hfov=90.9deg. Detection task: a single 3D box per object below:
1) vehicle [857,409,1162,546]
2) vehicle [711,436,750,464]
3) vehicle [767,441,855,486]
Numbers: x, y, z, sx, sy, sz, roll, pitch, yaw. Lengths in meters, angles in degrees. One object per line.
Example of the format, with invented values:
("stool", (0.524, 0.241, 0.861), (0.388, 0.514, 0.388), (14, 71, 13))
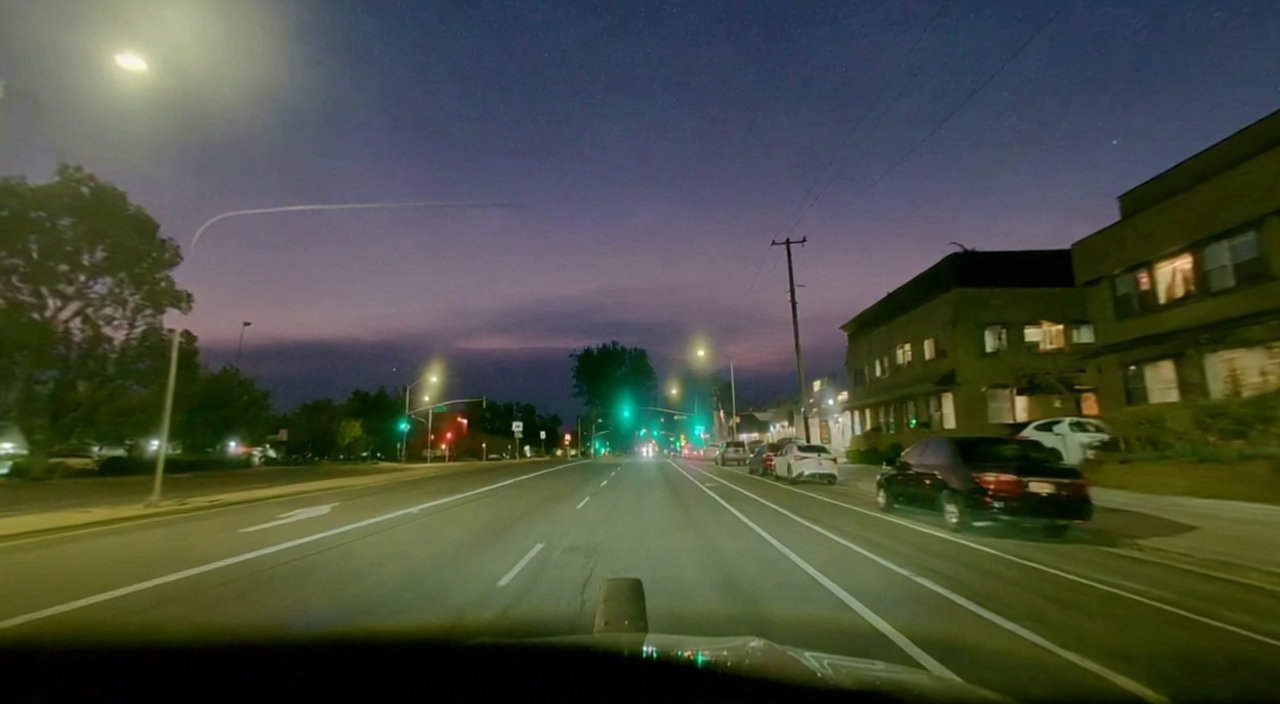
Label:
("vehicle", (5.982, 2.130, 11.372), (2.218, 1.842, 5.475), (0, -9, 1))
("vehicle", (6.246, 6.806, 43.876), (1.931, 1.814, 4.870), (0, -9, 0))
("vehicle", (6.121, 4.041, 23.202), (1.855, 1.463, 4.729), (0, -9, -1))
